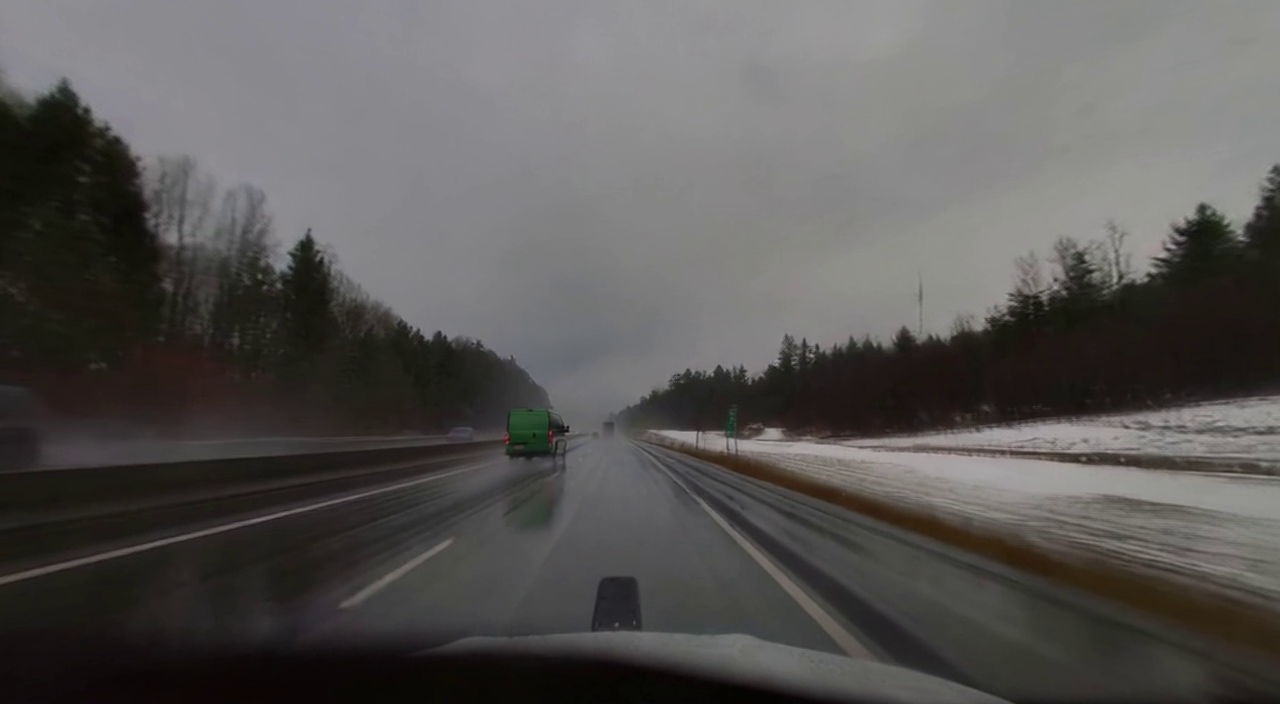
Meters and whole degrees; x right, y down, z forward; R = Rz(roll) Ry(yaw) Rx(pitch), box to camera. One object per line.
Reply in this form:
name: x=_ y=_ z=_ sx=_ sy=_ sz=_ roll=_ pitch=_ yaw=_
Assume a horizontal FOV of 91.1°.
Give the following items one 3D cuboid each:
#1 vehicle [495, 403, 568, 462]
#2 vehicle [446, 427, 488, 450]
vehicle: x=-4.935 y=3.809 z=29.559 sx=2.561 sy=2.509 sz=5.465 roll=0 pitch=-8 yaw=-1
vehicle: x=-12.820 y=6.431 z=46.797 sx=1.907 sy=1.590 sz=4.292 roll=1 pitch=-7 yaw=-1
